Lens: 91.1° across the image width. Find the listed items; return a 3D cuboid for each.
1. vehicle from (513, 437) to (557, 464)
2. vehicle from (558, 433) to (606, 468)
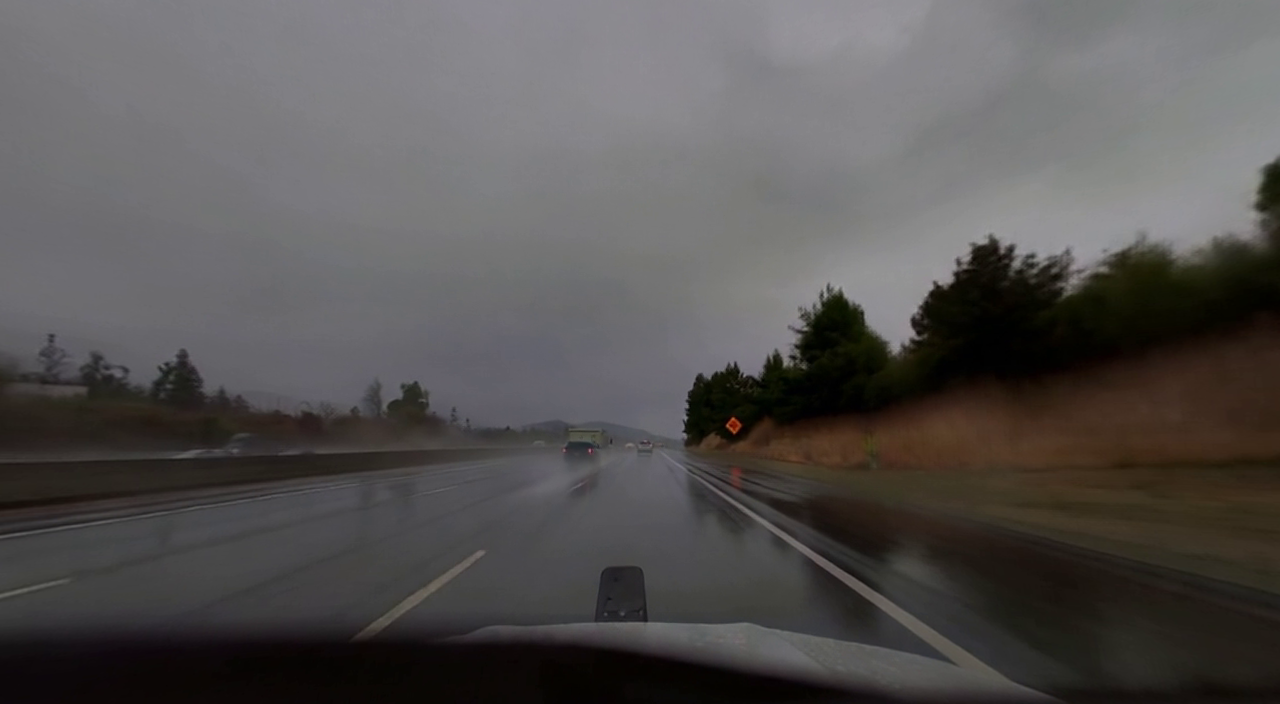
[{"bbox_3d":[-7.051,6.680,42.627,2.078,1.729,4.722,0,-8,1],"label":"vehicle"},{"bbox_3d":[-3.022,5.232,33.466,2.194,1.766,3.720,0,-8,0],"label":"vehicle"}]
